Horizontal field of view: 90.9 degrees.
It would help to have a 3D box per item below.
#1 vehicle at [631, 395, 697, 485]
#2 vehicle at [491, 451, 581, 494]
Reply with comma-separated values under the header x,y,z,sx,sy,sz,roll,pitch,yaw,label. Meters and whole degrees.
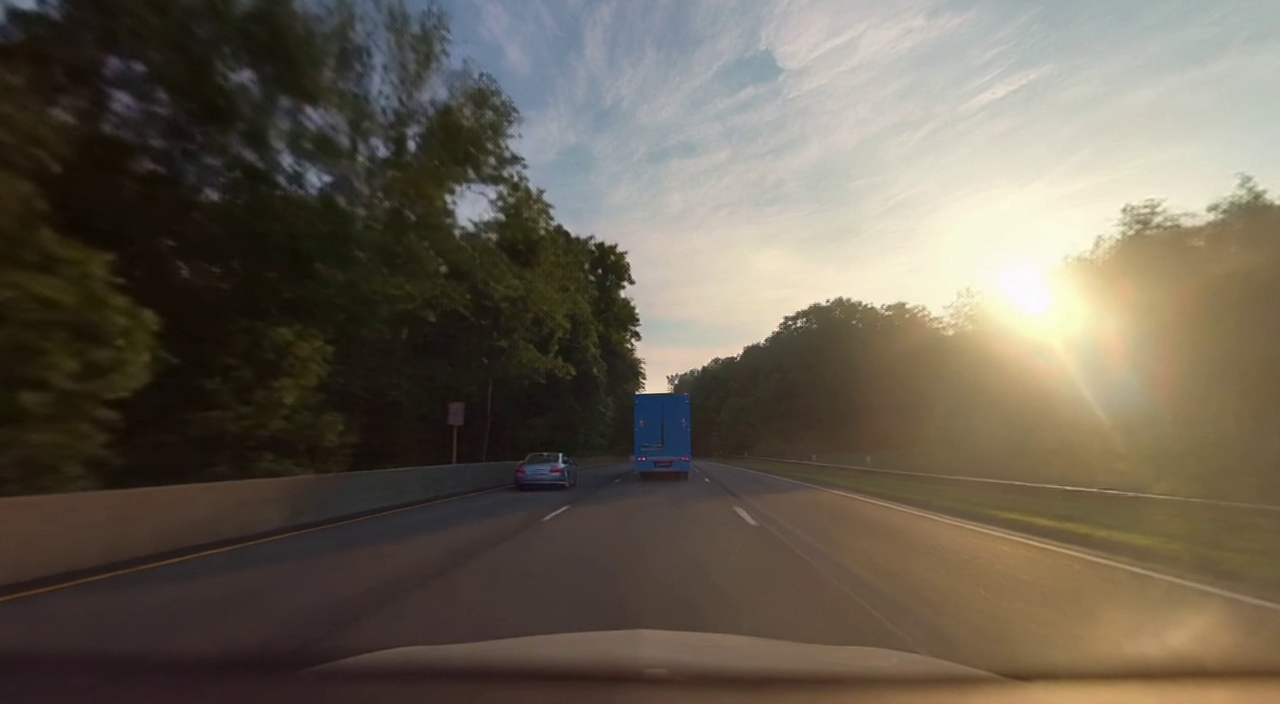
x,y,z,sx,sy,sz,roll,pitch,yaw,label
1.324,4.524,31.835,2.821,3.878,8.925,-1,-9,4,vehicle
-3.582,4.277,22.805,2.133,1.358,4.870,-1,-9,4,vehicle
